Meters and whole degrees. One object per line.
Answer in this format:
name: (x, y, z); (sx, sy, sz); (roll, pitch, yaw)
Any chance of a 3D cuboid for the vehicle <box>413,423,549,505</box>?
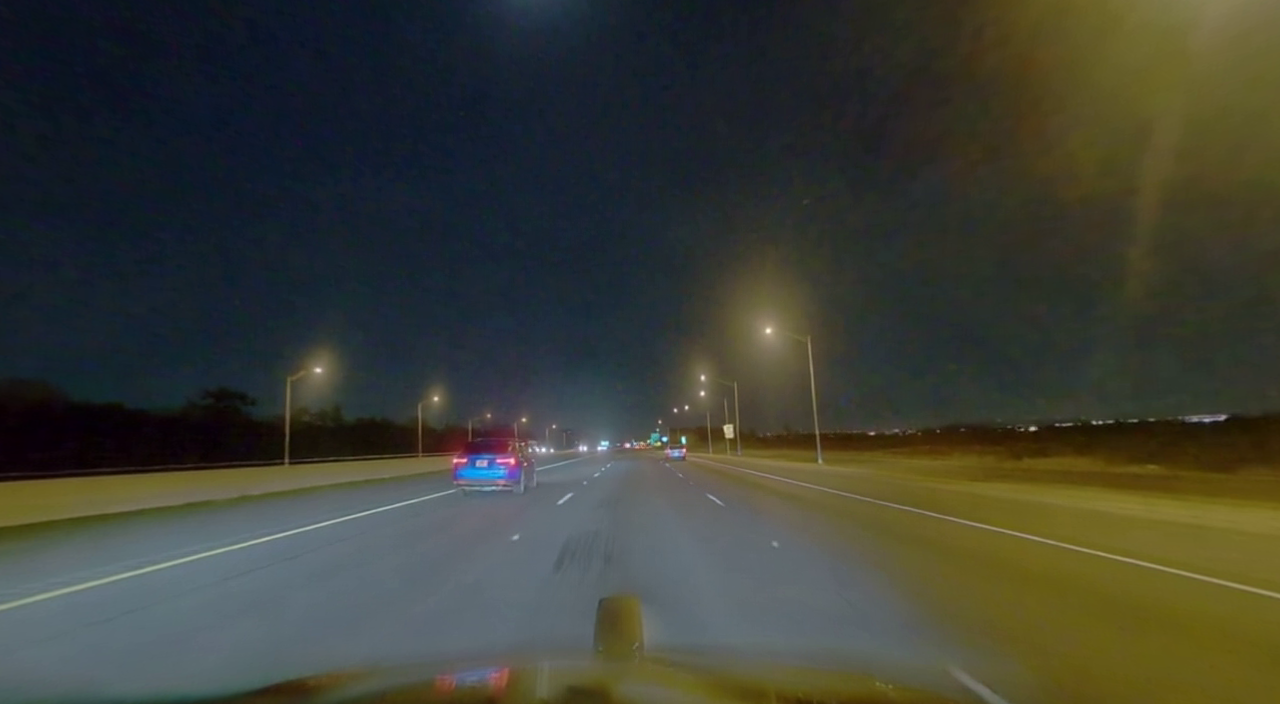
vehicle: (-3.848, 2.851, 16.465); (2.205, 1.773, 5.124); (0, -8, 0)
